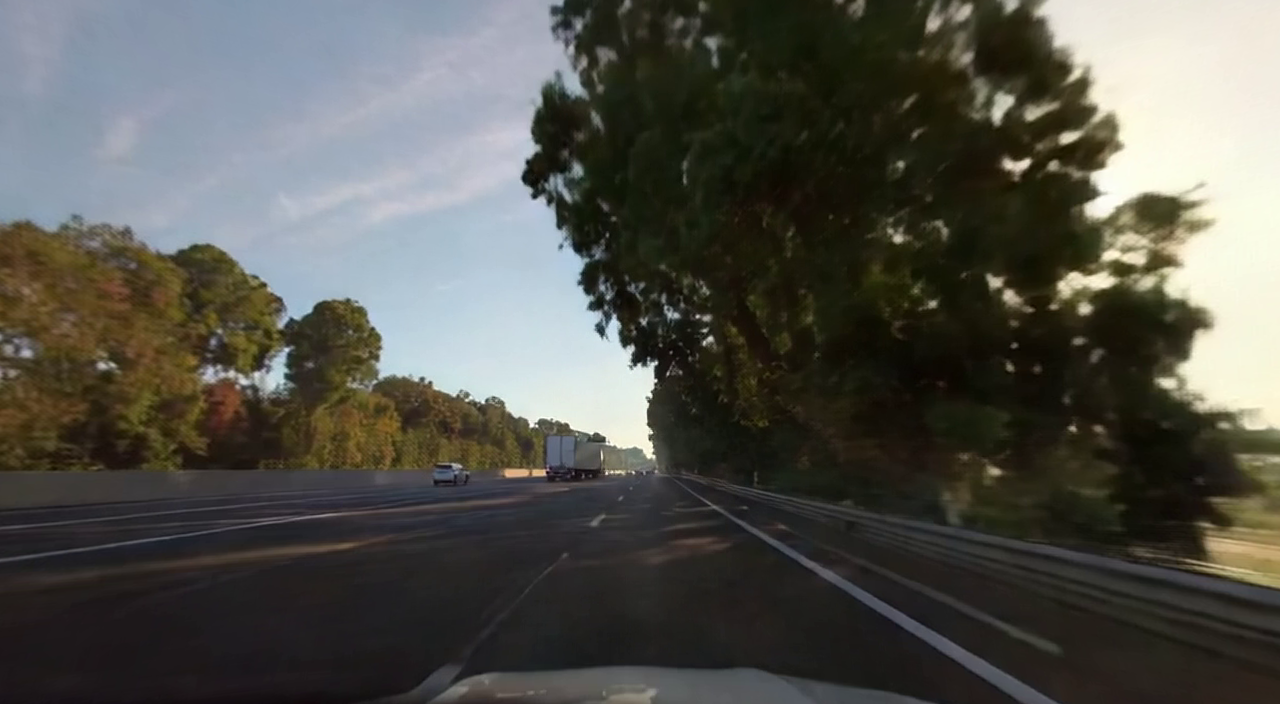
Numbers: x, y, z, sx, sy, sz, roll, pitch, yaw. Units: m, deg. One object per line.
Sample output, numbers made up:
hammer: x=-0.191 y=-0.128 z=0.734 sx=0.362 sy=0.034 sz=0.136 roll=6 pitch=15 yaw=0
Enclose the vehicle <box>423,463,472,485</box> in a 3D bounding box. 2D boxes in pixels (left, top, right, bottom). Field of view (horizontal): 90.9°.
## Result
vehicle: x=-13.110 y=8.324 z=43.073 sx=1.745 sy=1.430 sz=4.252 roll=0 pitch=-10 yaw=4
